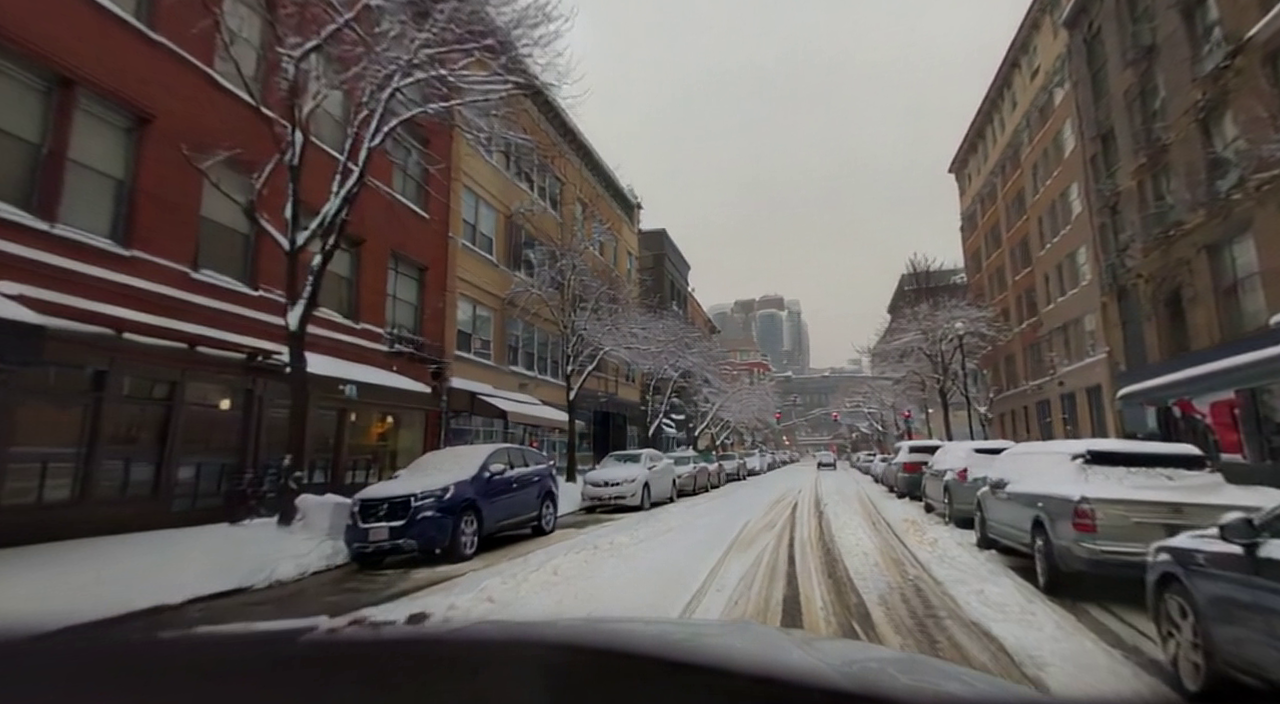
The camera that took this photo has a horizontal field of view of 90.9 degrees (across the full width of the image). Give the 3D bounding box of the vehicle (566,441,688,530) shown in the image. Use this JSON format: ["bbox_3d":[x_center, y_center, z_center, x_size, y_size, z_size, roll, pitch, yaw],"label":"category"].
[{"bbox_3d":[-0.154,3.035,15.051,1.867,1.519,3.920,0,-4,15],"label":"vehicle"}]

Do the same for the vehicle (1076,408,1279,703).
[{"bbox_3d":[3.166,0.848,1.553,1.925,1.481,4.653,-2,-8,15],"label":"vehicle"}]

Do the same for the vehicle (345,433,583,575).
[{"bbox_3d":[-2.240,1.941,8.855,1.875,1.564,2.982,-2,-7,16],"label":"vehicle"}]
